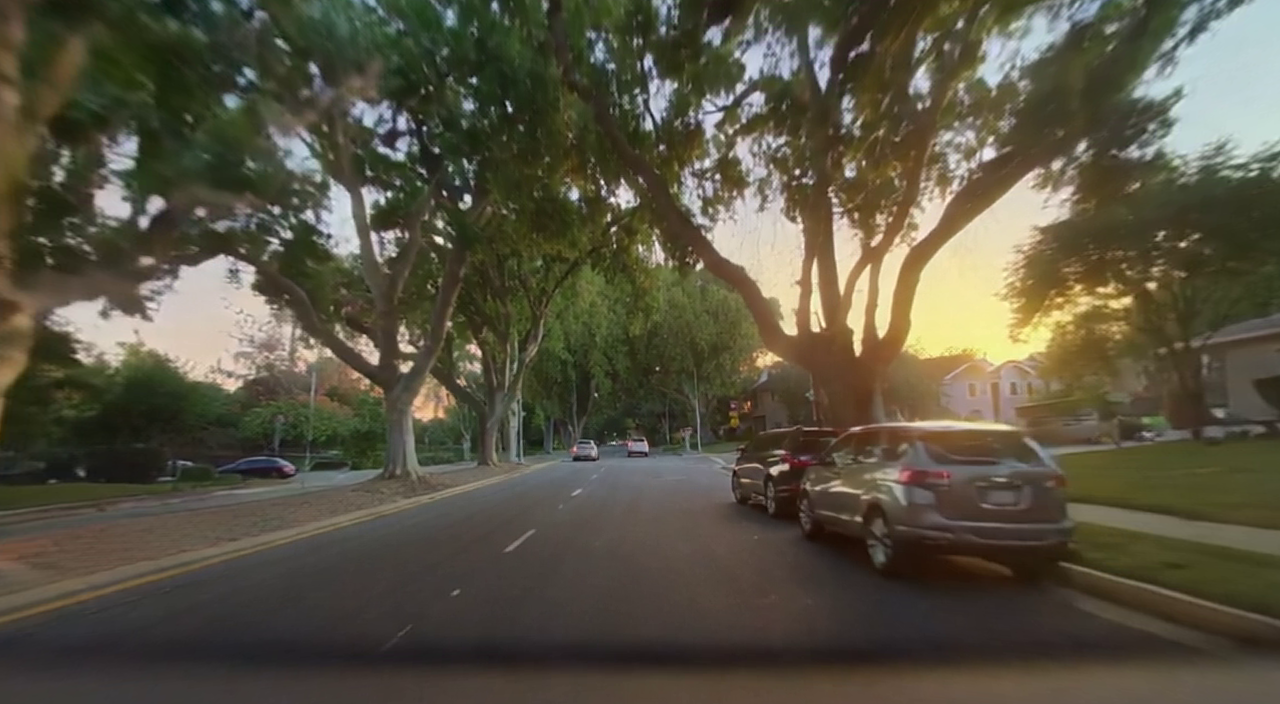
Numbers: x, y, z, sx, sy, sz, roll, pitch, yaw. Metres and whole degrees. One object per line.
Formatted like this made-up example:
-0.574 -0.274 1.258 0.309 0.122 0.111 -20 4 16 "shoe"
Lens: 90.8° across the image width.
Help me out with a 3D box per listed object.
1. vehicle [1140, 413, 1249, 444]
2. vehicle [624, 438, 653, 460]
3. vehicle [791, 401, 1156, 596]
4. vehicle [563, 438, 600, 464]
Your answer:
36.051 5.037 41.177 4.859 1.827 2.198 -1 -10 3 "vehicle"
-0.121 7.402 48.273 2.142 1.548 4.273 0 -9 0 "vehicle"
3.576 1.661 8.027 2.113 1.760 4.432 0 -9 -1 "vehicle"
-4.000 6.865 44.024 2.129 1.668 4.722 0 -8 0 "vehicle"
